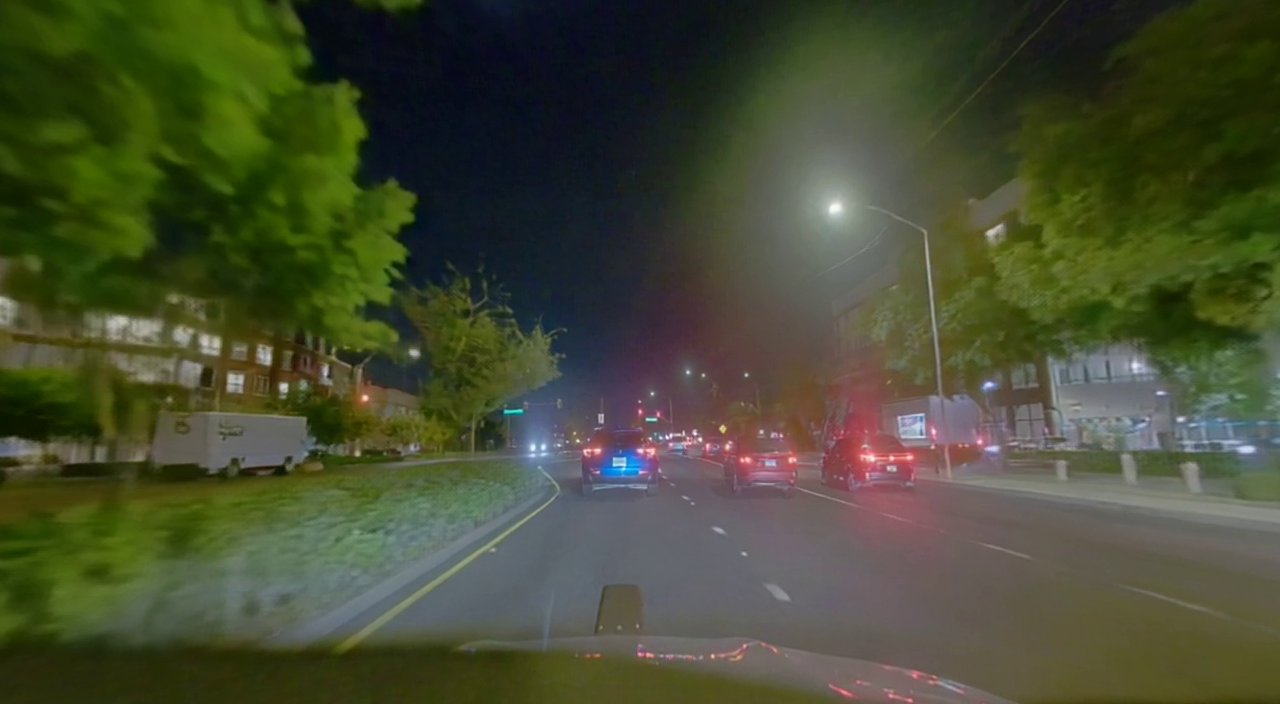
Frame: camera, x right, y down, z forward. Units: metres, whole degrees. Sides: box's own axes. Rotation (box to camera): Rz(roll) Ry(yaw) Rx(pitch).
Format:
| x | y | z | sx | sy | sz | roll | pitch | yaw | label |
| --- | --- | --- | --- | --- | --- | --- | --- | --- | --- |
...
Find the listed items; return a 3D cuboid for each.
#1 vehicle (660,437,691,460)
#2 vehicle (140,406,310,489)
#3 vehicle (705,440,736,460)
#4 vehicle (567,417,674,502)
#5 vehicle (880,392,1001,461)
| x | y | z | sx | sy | sz | roll | pitch | yaw | label |
| --- | --- | --- | --- | --- | --- | --- | --- | --- | --- |
| 2.549 | 7.129 | 46.563 | 1.929 | 1.590 | 4.287 | 0 | -9 | -1 | vehicle |
| -19.136 | 4.518 | 29.977 | 2.811 | 3.399 | 7.898 | 0 | -9 | -2 | vehicle |
| 6.168 | 7.518 | 48.604 | 1.777 | 1.443 | 3.942 | 0 | -9 | -1 | vehicle |
| -0.481 | 2.623 | 15.735 | 2.277 | 1.816 | 4.192 | 0 | -9 | -2 | vehicle |
| 18.181 | 4.750 | 39.206 | 3.269 | 3.755 | 8.862 | 0 | -9 | 1 | vehicle |
